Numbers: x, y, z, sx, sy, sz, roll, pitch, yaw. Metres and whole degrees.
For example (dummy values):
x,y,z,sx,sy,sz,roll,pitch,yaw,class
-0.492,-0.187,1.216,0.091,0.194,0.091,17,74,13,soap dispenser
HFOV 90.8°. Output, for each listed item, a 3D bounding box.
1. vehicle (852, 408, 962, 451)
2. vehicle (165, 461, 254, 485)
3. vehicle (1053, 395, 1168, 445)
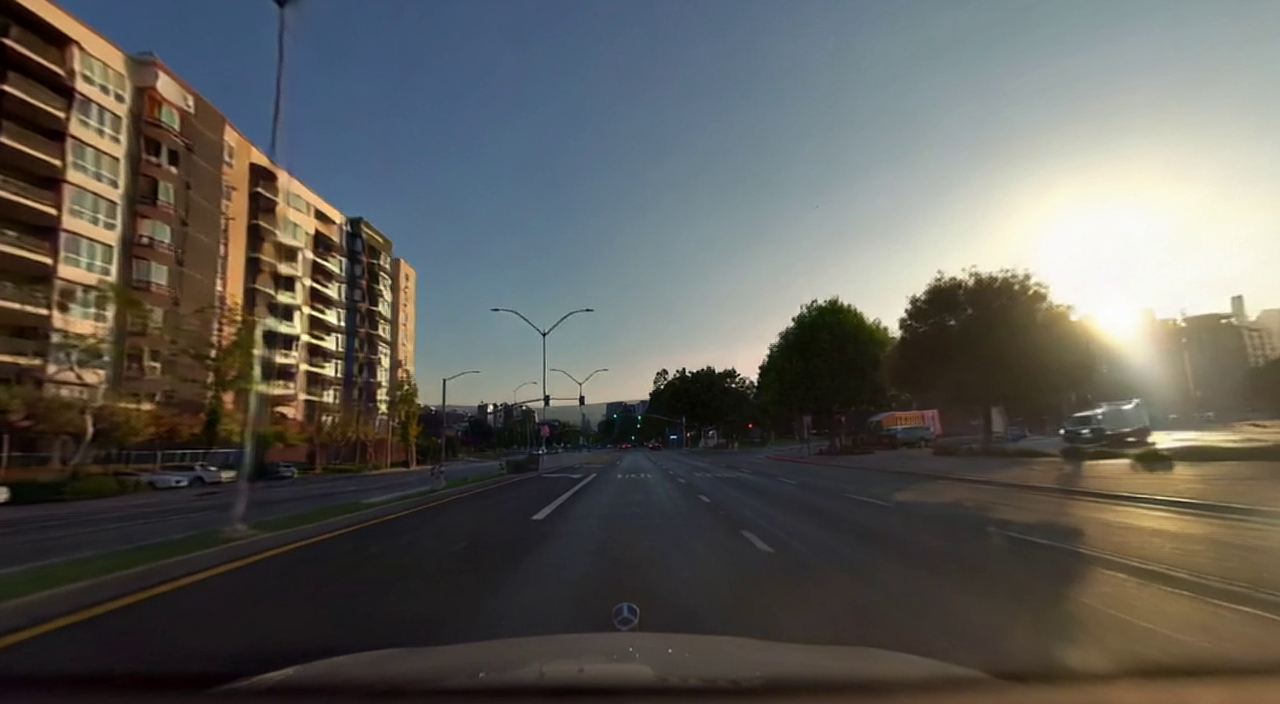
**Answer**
x,y,z,sx,sy,sz,roll,pitch,yaw,class
20.933,6.131,49.875,7.305,3.266,2.842,0,-9,-3,vehicle
-30.545,8.583,44.943,4.821,1.605,2.028,-1,-9,0,vehicle
33.015,4.958,44.793,2.670,3.093,7.117,-2,-9,1,vehicle
